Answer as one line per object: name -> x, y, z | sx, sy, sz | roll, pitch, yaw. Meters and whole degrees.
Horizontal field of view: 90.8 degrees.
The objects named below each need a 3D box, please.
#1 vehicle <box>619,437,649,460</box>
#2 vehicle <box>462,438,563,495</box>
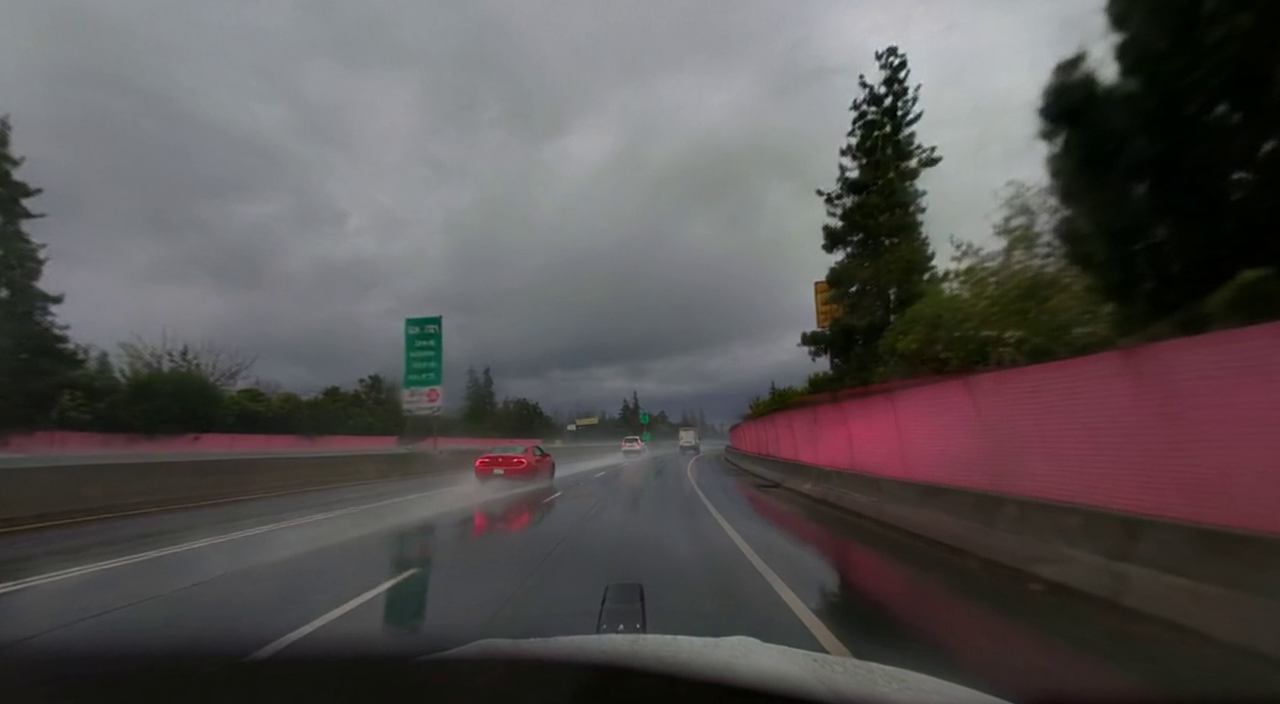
vehicle -> -0.443, 7.575, 49.733 | 1.833, 1.697, 3.984 | -1, -9, 7
vehicle -> -3.490, 3.209, 18.089 | 1.746, 1.405, 4.339 | 0, -9, 3
